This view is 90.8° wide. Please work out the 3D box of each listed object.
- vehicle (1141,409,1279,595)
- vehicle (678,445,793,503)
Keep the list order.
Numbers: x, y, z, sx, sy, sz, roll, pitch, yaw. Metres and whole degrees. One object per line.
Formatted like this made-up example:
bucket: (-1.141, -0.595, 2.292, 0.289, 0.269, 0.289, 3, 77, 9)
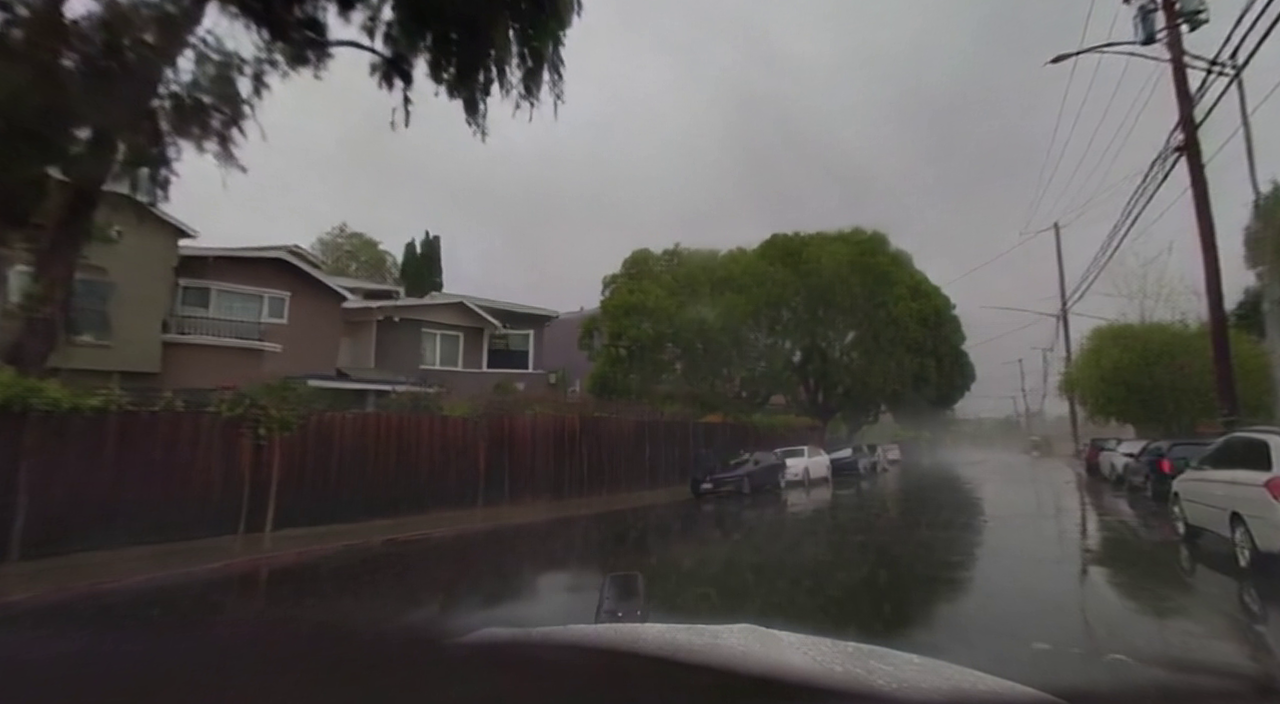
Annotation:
vehicle: (7.854, 1.545, 7.298, 2.439, 1.670, 4.631, -5, -9, 29)
vehicle: (3.100, 3.672, 19.587, 1.930, 1.478, 4.731, -5, -9, 29)
